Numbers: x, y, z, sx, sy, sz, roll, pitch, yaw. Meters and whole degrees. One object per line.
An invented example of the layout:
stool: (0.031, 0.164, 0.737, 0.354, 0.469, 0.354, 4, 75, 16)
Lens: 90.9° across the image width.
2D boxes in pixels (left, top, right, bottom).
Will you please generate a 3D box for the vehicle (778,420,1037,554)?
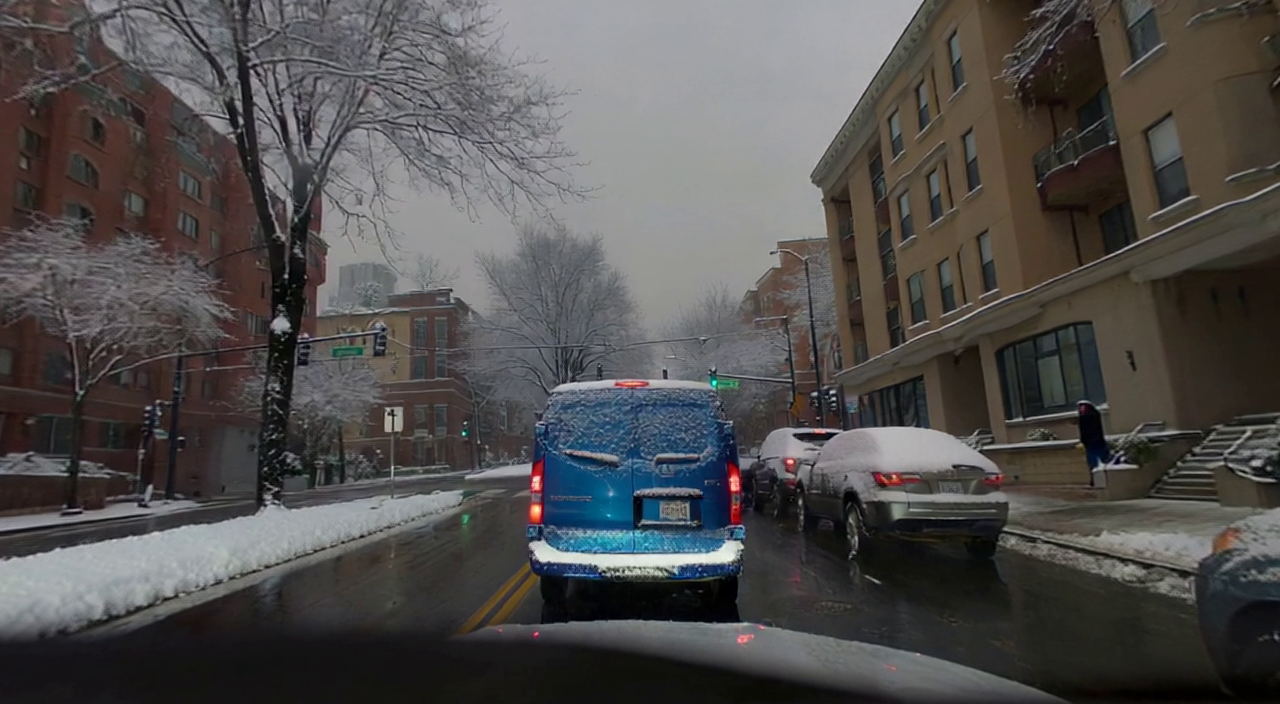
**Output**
vehicle: (3.919, 2.065, 10.412, 2.061, 1.676, 4.734, 0, -9, -2)

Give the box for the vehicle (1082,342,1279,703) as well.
vehicle: (3.806, 0.695, 1.751, 2.157, 1.748, 4.130, 0, -9, 1)

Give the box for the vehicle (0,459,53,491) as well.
vehicle: (-35.518, 6.840, 35.174, 3.843, 1.680, 1.782, -1, -9, 5)

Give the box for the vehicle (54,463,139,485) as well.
vehicle: (-38.456, 8.631, 44.646, 4.396, 1.458, 1.809, -1, -9, 2)

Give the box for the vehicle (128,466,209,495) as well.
vehicle: (-33.248, 9.073, 44.534, 4.292, 1.492, 1.772, -6, -14, -1)

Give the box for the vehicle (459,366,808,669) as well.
vehicle: (-0.037, 1.320, 6.045, 2.101, 1.828, 4.270, 0, -9, 0)
